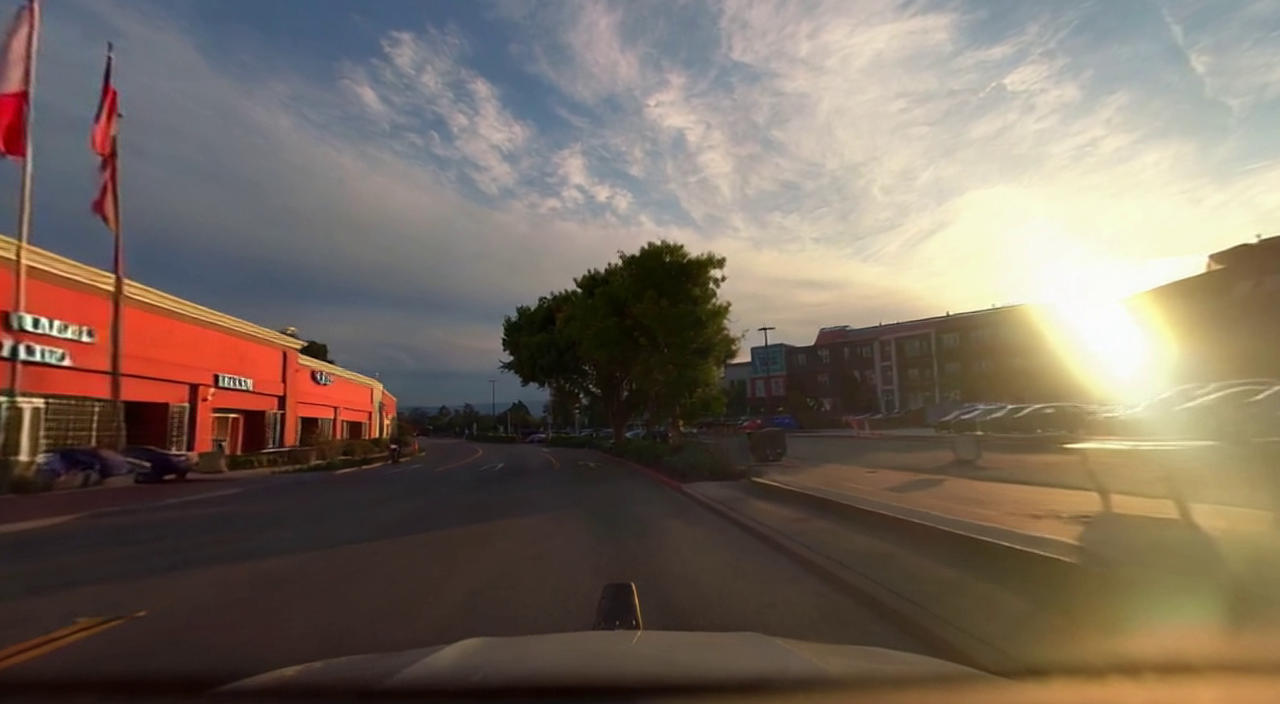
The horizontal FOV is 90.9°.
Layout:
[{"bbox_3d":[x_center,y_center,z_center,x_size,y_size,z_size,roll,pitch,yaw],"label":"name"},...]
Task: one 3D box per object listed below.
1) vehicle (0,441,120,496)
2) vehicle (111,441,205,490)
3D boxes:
[{"bbox_3d":[-19.782,3.913,21.612,1.907,1.642,4.020,3,-9,-25],"label":"vehicle"},{"bbox_3d":[-17.078,3.973,22.464,1.778,1.584,2.802,2,-8,-19],"label":"vehicle"}]
